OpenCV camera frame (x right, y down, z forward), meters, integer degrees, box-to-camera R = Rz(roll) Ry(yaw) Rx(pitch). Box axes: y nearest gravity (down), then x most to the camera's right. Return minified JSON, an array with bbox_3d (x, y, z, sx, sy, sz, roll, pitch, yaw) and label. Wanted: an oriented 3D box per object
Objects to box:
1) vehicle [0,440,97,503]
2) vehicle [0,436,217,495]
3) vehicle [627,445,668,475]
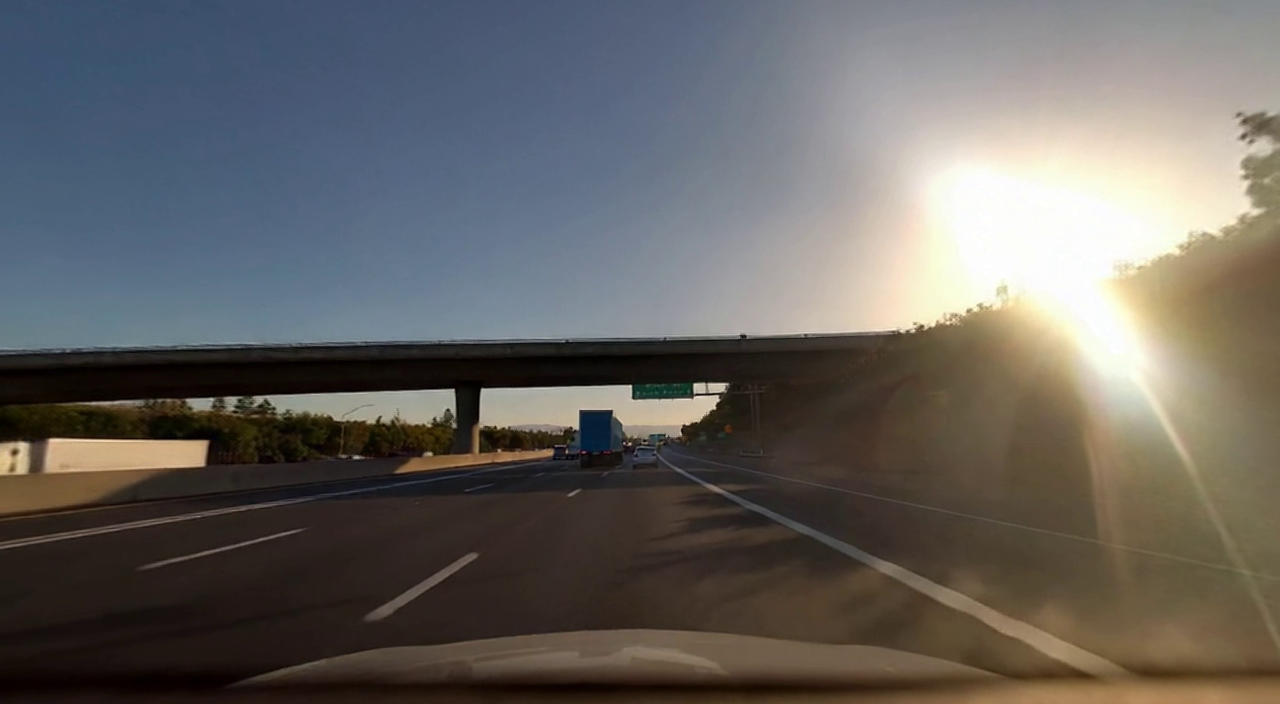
[{"bbox_3d":[-34.845,6.504,34.622,3.045,3.224,7.442,-1,-9,2],"label":"vehicle"},{"bbox_3d":[-34.811,7.468,42.486,2.822,3.236,13.926,0,-9,1],"label":"vehicle"},{"bbox_3d":[0.382,5.713,33.620,2.066,1.469,4.050,0,-9,0],"label":"vehicle"}]
